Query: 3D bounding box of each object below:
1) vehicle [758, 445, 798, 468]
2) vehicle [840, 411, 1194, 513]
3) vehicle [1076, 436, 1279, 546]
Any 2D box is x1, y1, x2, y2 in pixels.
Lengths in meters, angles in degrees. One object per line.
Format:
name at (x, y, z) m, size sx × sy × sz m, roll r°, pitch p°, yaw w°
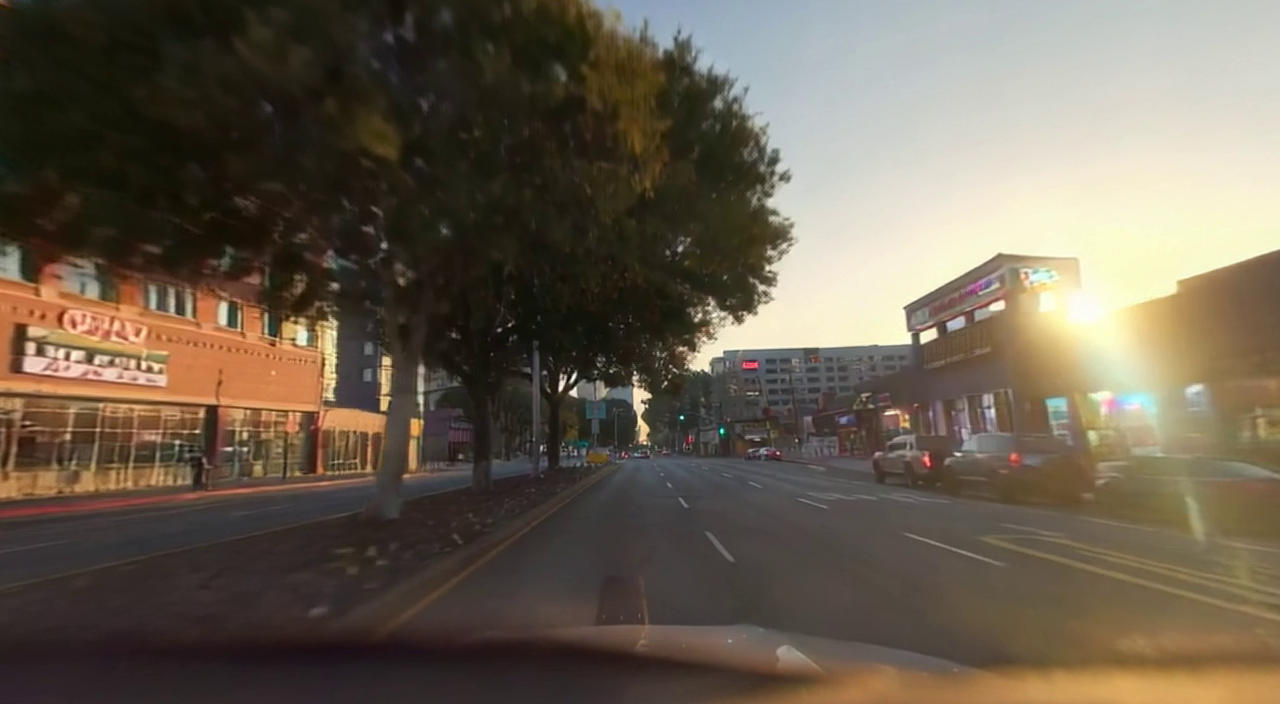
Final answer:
vehicle at (9.550, 7.262, 44.029) m, size 1.844 × 1.449 × 4.149 m, roll 0°, pitch -9°, yaw 0°
vehicle at (10.038, 2.892, 17.006) m, size 6.229 × 2.004 × 6.552 m, roll 7°, pitch -13°, yaw -43°
vehicle at (9.768, 2.147, 10.237) m, size 1.876 × 1.511 × 4.726 m, roll 0°, pitch -9°, yaw -2°
